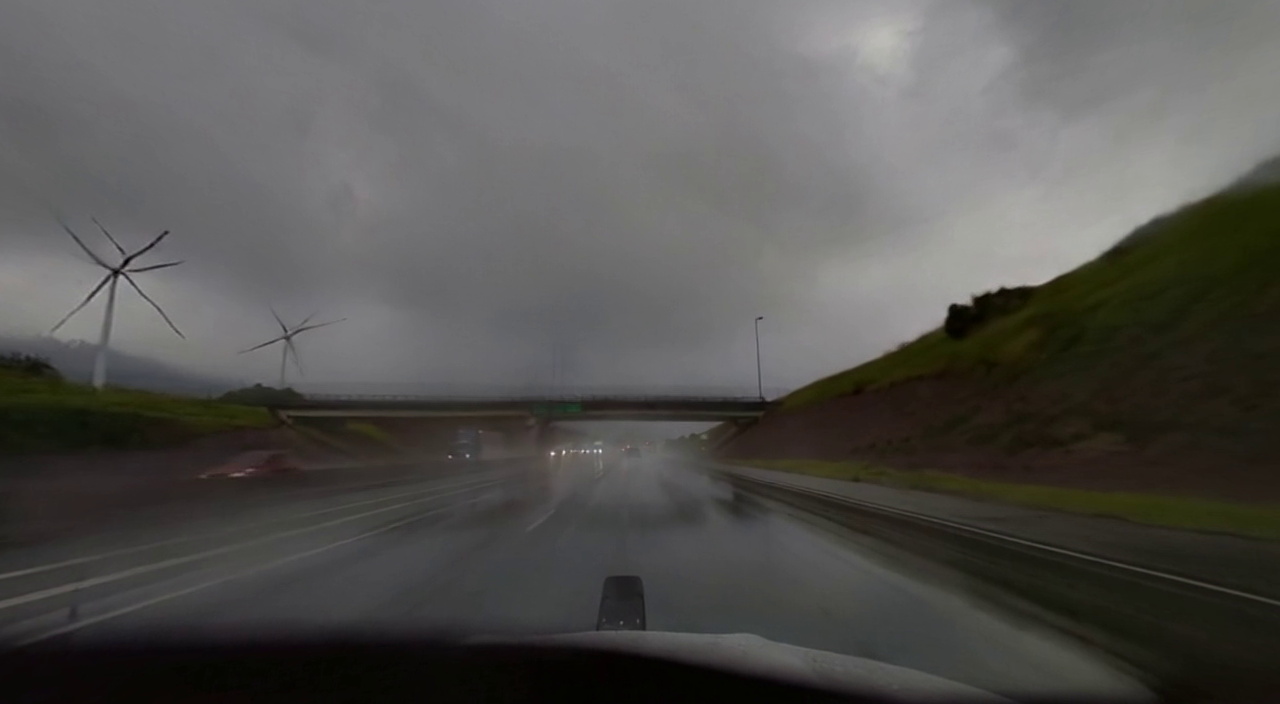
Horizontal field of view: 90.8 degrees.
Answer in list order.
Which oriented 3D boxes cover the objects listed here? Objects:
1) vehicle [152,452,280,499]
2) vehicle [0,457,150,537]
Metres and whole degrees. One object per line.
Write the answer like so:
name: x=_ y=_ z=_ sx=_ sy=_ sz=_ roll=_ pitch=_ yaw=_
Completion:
vehicle: x=-15.895 y=4.610 z=23.970 sx=1.912 sy=1.565 sz=4.242 roll=0 pitch=-9 yaw=0
vehicle: x=-12.237 y=2.808 z=12.613 sx=1.839 sy=1.359 sz=3.813 roll=0 pitch=-9 yaw=-1
